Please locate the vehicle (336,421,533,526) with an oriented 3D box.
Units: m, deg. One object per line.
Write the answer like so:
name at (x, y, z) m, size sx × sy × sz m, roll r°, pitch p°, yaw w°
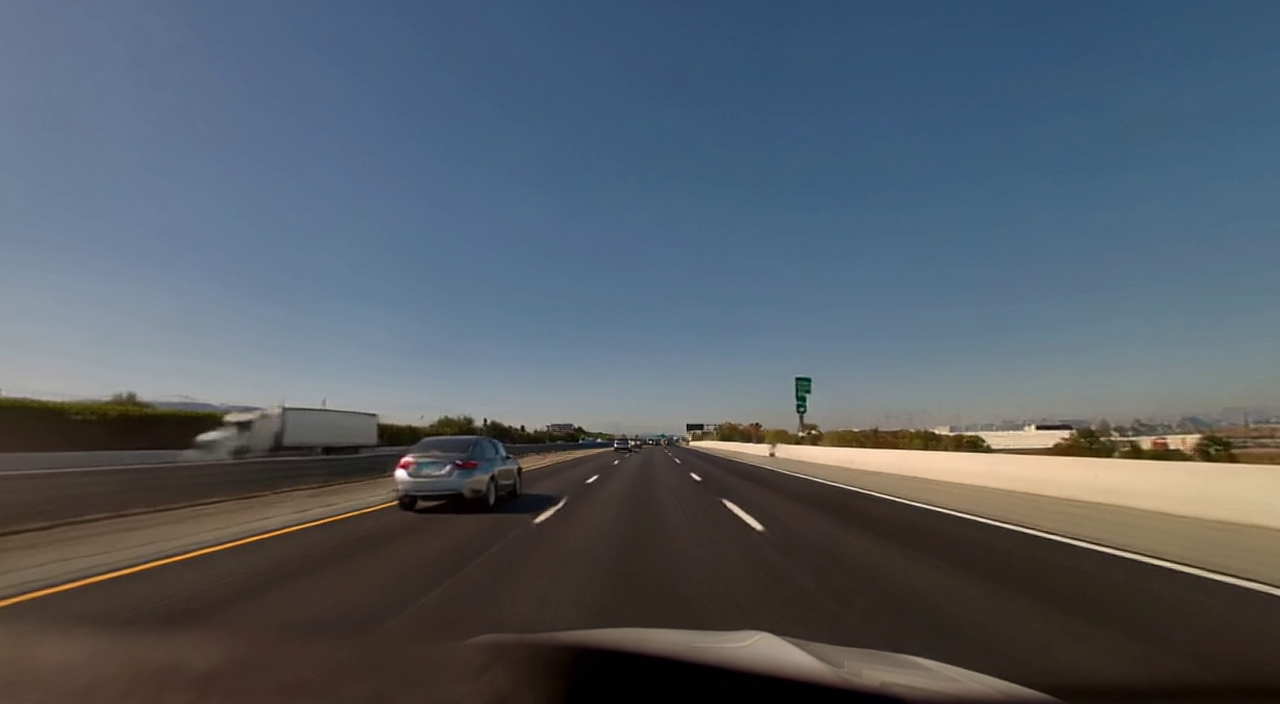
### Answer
vehicle at (-3.589, 2.217, 12.171) m, size 2.053 × 1.587 × 4.855 m, roll 0°, pitch -8°, yaw 2°
